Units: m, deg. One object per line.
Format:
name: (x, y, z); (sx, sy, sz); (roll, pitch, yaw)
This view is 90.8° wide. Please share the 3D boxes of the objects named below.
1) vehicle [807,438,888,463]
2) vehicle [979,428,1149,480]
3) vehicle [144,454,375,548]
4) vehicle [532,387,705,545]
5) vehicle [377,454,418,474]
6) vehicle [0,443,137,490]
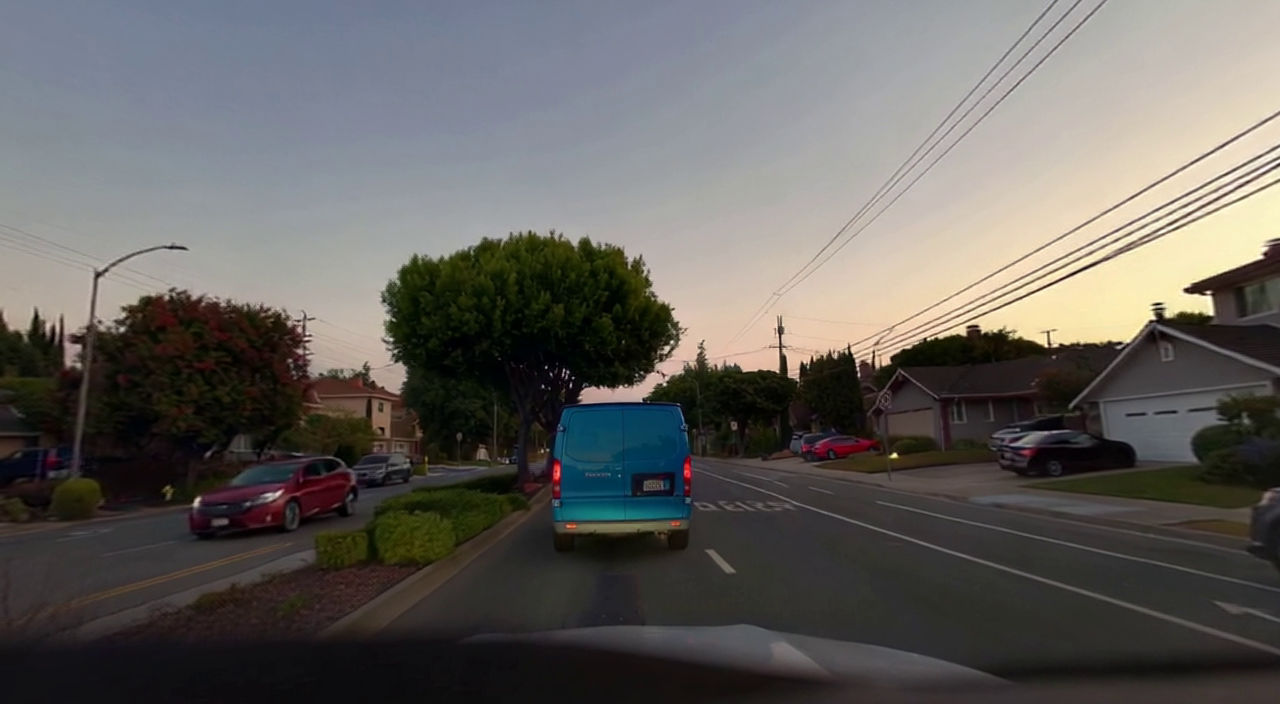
vehicle: (13.097, 6.238, 40.040); (4.483, 1.463, 1.805); (0, -9, -1)
vehicle: (13.136, 3.163, 19.760); (3.916, 1.517, 1.887); (0, -9, -2)
vehicle: (-7.288, 2.846, 12.801); (1.962, 1.481, 4.434); (0, -9, -1)
vehicle: (-0.335, 1.917, 11.132); (2.342, 2.142, 4.809); (0, -9, -1)
vehicle: (-18.131, 8.349, 47.345); (1.633, 1.398, 3.729); (0, -9, 0)
vehicle: (-26.943, 5.293, 29.409); (5.026, 2.017, 2.215); (0, -9, -2)
